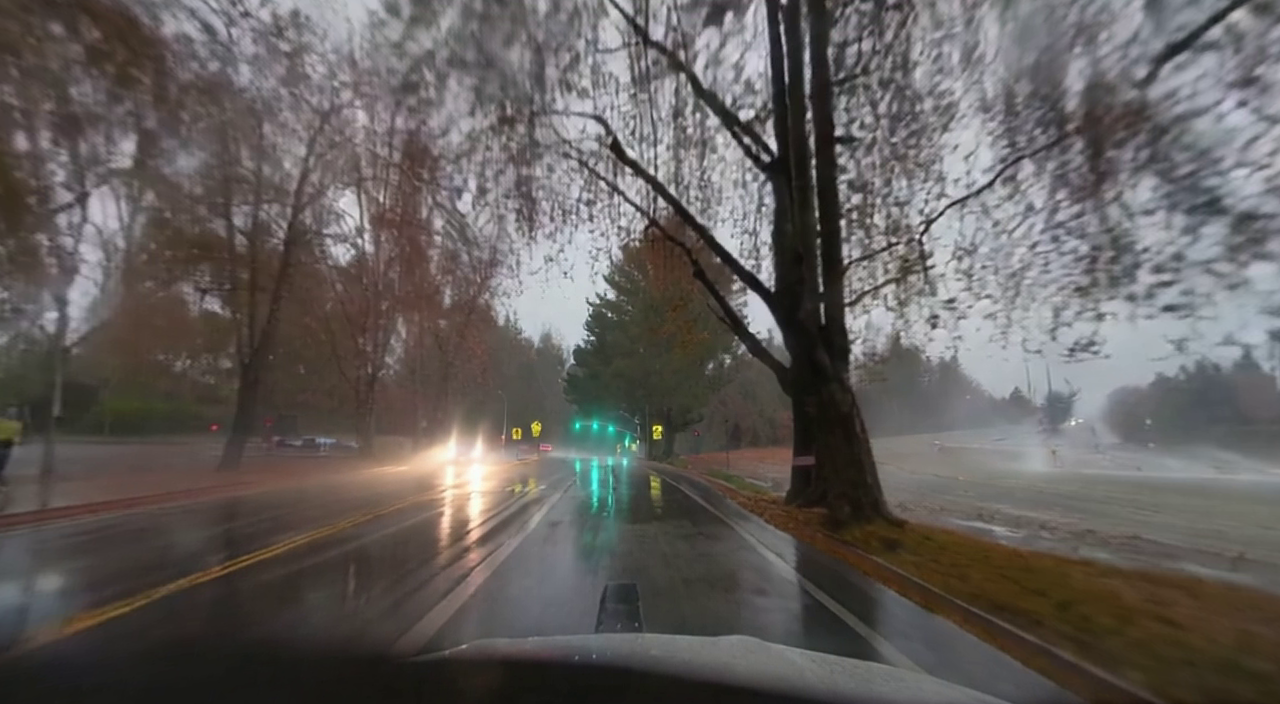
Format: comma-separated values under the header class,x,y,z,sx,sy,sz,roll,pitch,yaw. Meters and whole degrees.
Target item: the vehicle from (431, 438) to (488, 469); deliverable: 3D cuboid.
class,x,y,z,sx,sy,sz,roll,pitch,yaw
vehicle,-9.987,5.671,35.187,2.129,1.590,4.616,0,-9,-4
